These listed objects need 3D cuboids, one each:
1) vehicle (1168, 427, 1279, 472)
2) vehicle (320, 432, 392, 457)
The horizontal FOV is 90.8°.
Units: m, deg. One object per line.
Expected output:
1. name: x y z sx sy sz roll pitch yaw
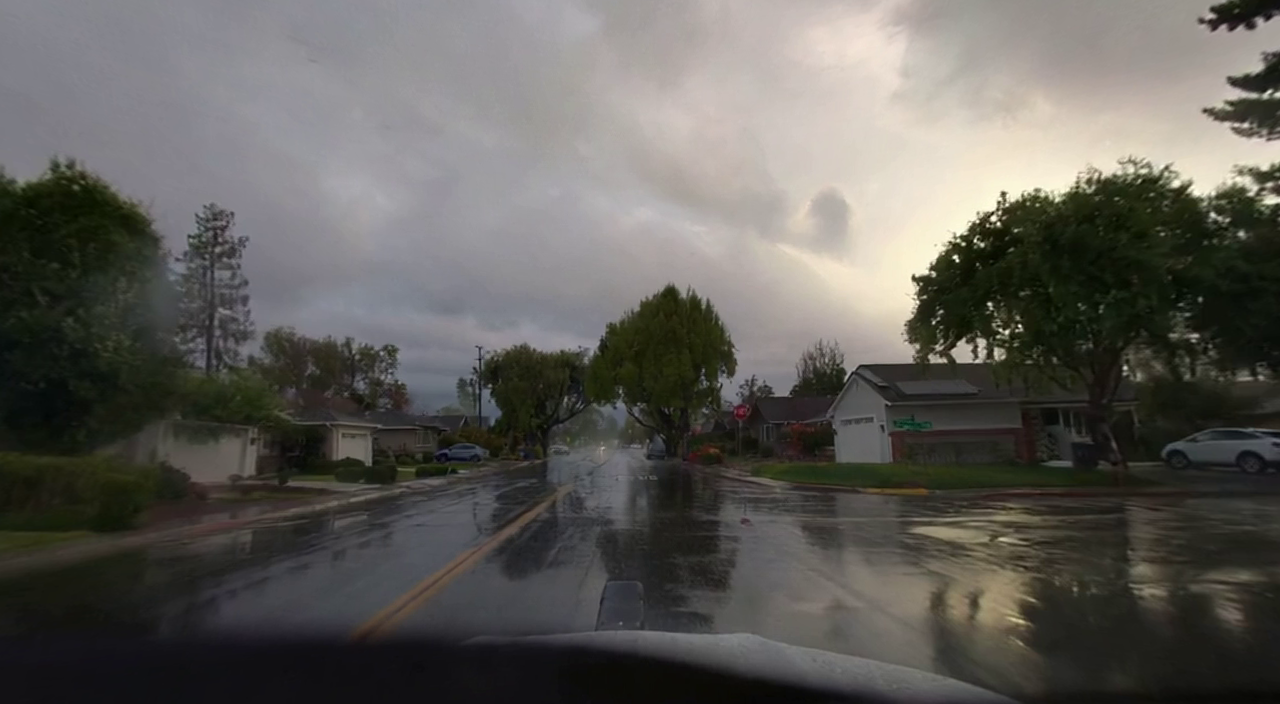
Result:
1. vehicle: 23.512 3.789 24.655 1.836 1.588 4.419 0 -9 -2
2. vehicle: -19.424 6.352 43.413 4.093 1.661 1.765 0 -9 -6
